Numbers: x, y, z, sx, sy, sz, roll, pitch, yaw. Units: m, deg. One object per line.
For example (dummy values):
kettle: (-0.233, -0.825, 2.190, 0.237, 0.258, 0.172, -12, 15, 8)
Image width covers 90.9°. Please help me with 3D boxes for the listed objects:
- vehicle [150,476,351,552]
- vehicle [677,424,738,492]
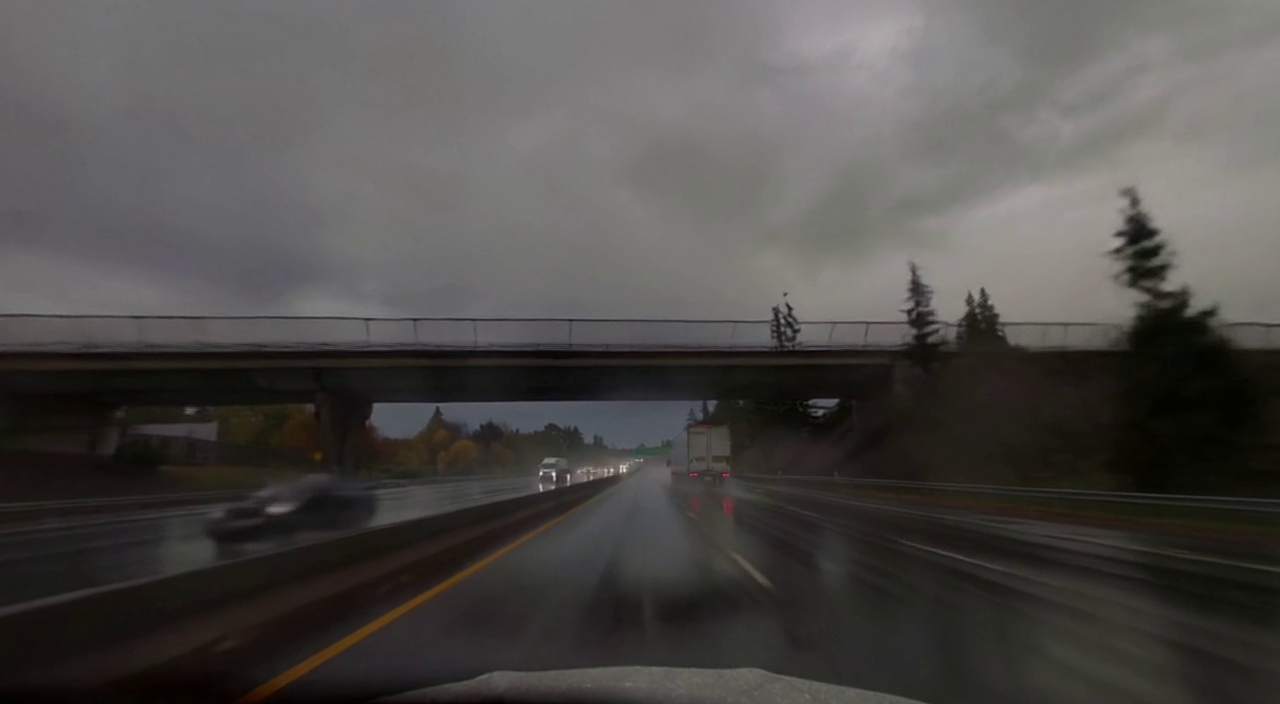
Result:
vehicle: (-8.989, 3.744, 15.107, 1.982, 1.461, 4.349, 1, -11, 0)
vehicle: (4.410, 7.486, 43.989, 3.054, 4.005, 11.895, 0, -11, 0)
